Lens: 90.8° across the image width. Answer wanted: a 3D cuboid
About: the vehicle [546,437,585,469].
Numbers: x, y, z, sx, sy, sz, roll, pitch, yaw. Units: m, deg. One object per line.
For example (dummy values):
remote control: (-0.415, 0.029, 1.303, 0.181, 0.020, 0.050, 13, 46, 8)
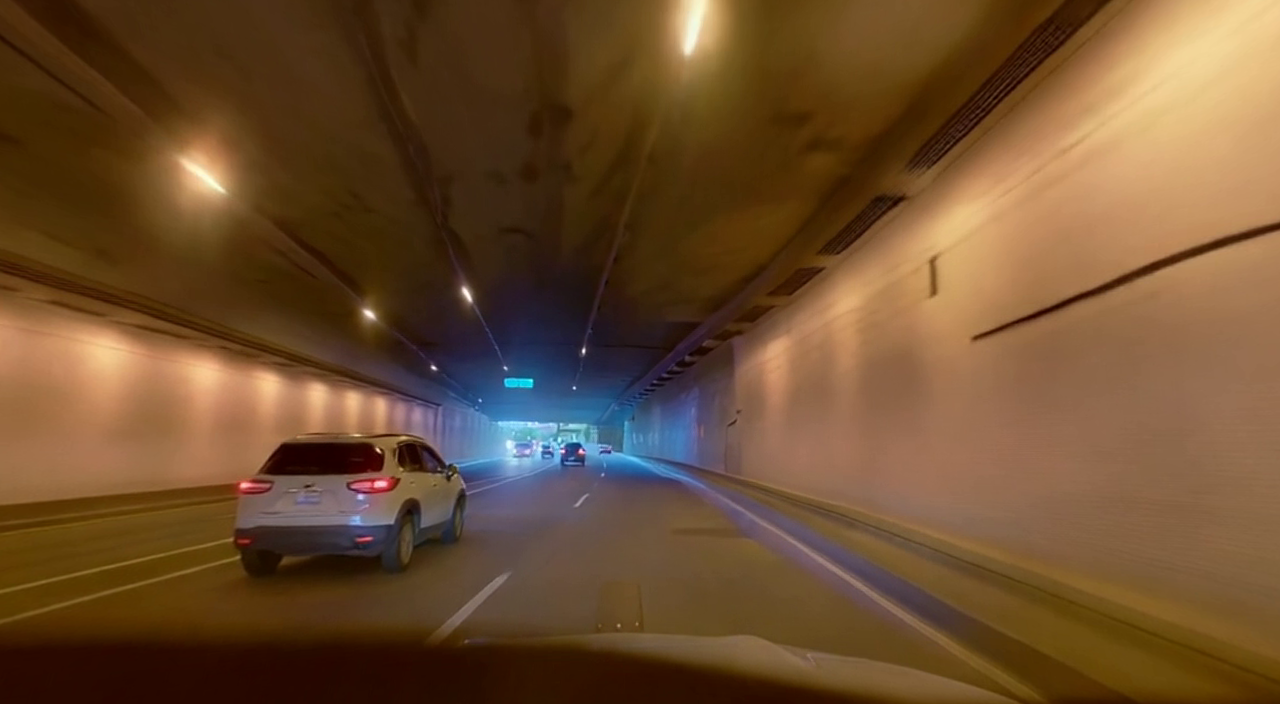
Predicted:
vehicle: (-4.247, 5.828, 36.671, 1.961, 1.725, 4.315, 0, -8, -3)
